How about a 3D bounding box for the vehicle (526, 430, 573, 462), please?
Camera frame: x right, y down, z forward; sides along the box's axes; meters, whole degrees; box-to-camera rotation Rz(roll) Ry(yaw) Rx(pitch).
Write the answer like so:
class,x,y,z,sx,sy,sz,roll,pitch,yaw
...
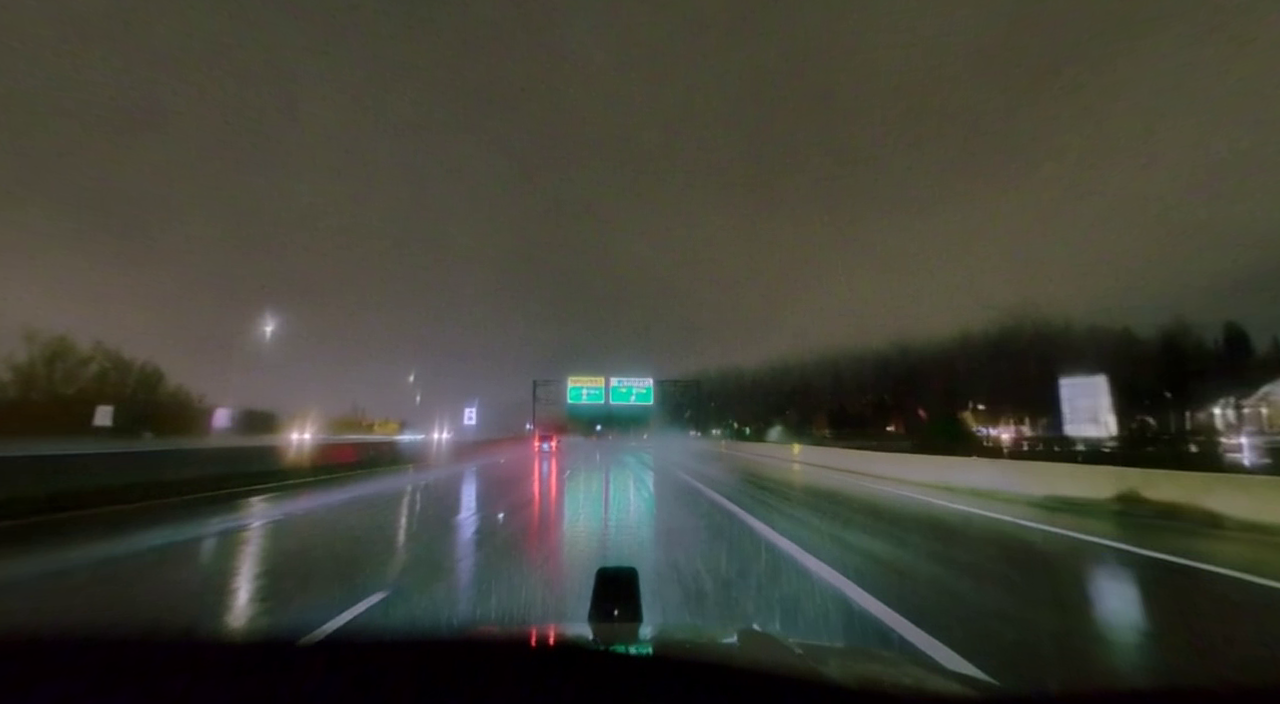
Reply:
class,x,y,z,sx,sy,sz,roll,pitch,yaw
vehicle,-4.555,4.786,32.141,1.878,1.548,3.966,0,-8,-1
